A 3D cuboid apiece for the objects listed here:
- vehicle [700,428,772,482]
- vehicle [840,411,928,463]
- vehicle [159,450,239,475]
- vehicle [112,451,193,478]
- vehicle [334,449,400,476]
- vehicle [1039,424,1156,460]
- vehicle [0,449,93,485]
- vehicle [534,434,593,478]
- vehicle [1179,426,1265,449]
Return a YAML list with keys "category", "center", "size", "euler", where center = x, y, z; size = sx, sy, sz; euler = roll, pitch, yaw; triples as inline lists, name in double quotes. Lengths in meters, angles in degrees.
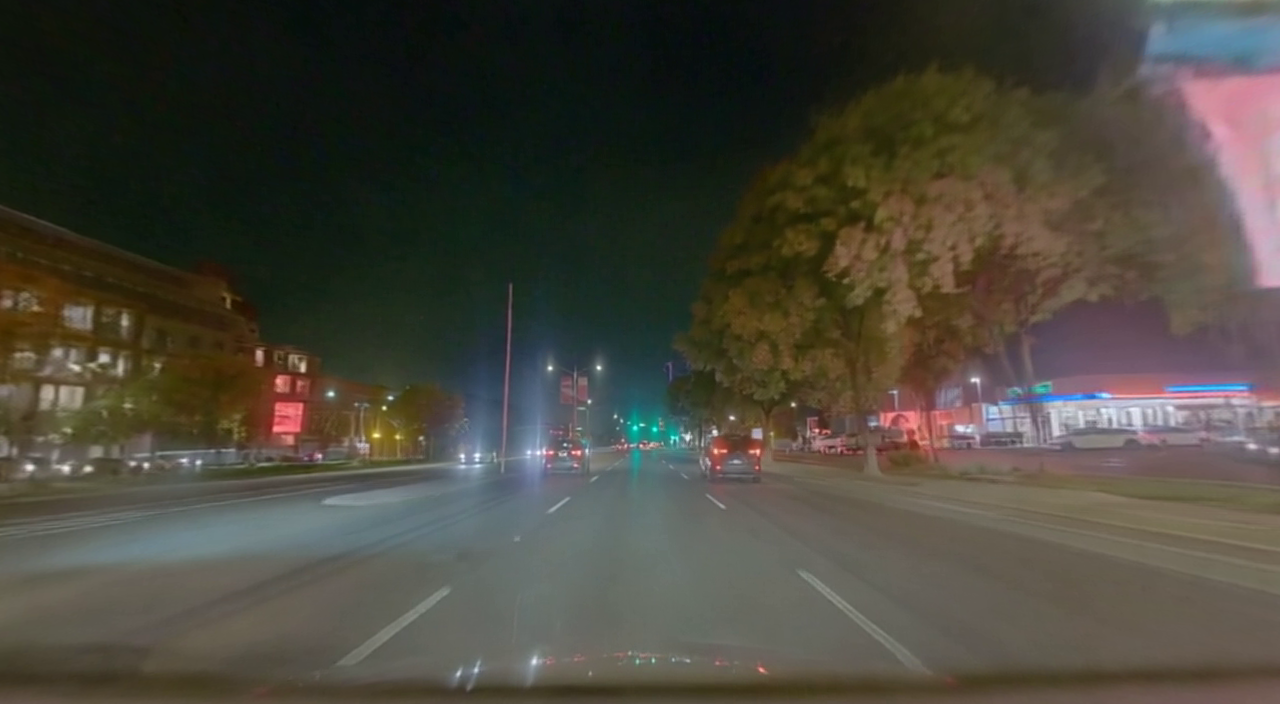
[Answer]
- category: "vehicle"
  center: [3.630, 4.007, 24.650]
  size: [2.024, 1.921, 4.431]
  euler: [0, -8, -1]
- category: "vehicle"
  center: [16.261, 5.855, 42.488]
  size: [2.919, 3.125, 7.218]
  euler: [2, -10, -1]
- category: "vehicle"
  center: [-32.810, 8.195, 46.897]
  size: [2.067, 1.643, 4.998]
  euler: [-1, -8, 4]
- category: "vehicle"
  center: [-35.957, 8.275, 46.482]
  size: [2.037, 1.759, 4.920]
  euler: [0, -8, 0]
- category: "vehicle"
  center: [-15.573, 6.308, 36.018]
  size: [1.790, 1.430, 4.298]
  euler: [0, -8, 1]
- category: "vehicle"
  center: [29.282, 5.798, 40.332]
  size: [5.686, 2.220, 2.112]
  euler: [0, -9, 3]
- category: "vehicle"
  center: [-33.544, 6.249, 34.403]
  size: [2.099, 1.792, 5.422]
  euler: [0, -8, 1]
- category: "vehicle"
  center: [-3.263, 4.523, 27.627]
  size: [2.014, 1.775, 4.404]
  euler: [0, -8, 1]
- category: "vehicle"
  center: [38.915, 5.726, 42.066]
  size: [3.796, 1.381, 1.757]
  euler: [-3, -9, 5]
